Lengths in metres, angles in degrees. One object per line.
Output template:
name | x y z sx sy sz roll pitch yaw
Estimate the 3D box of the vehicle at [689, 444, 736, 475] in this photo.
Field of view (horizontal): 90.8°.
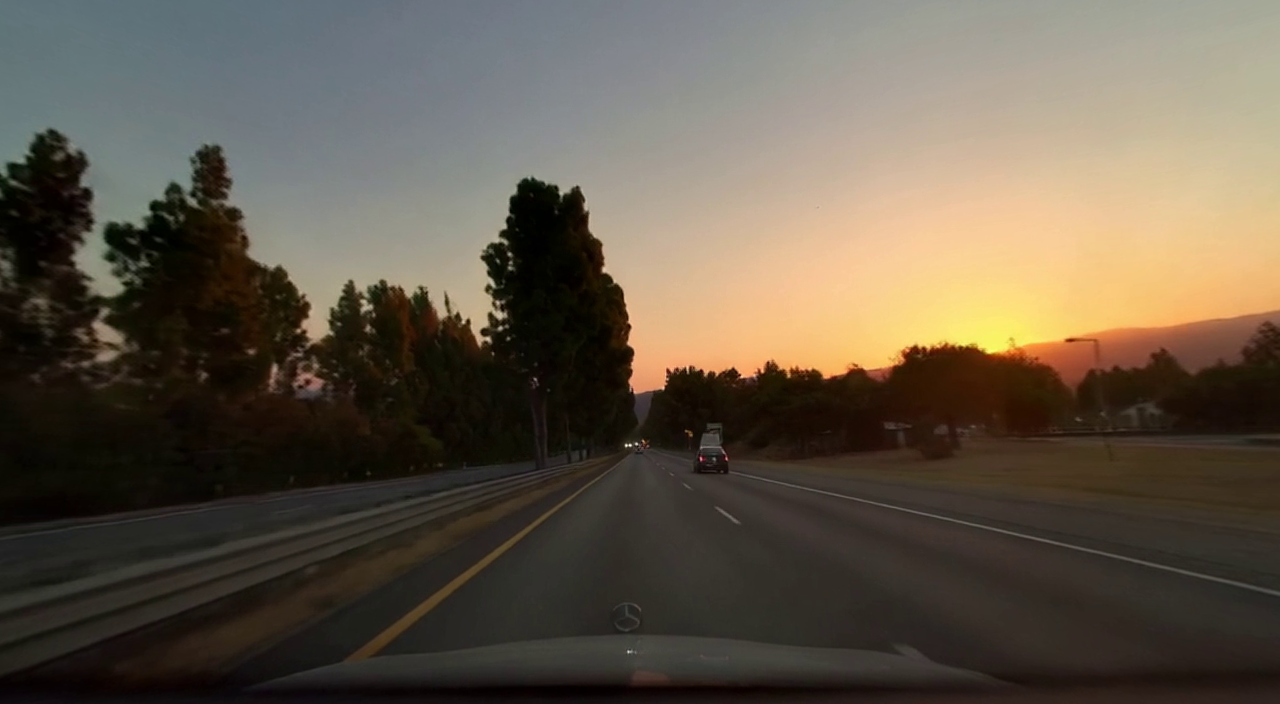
vehicle | 3.978 5.983 35.271 2.013 1.584 3.995 0 -9 -1
